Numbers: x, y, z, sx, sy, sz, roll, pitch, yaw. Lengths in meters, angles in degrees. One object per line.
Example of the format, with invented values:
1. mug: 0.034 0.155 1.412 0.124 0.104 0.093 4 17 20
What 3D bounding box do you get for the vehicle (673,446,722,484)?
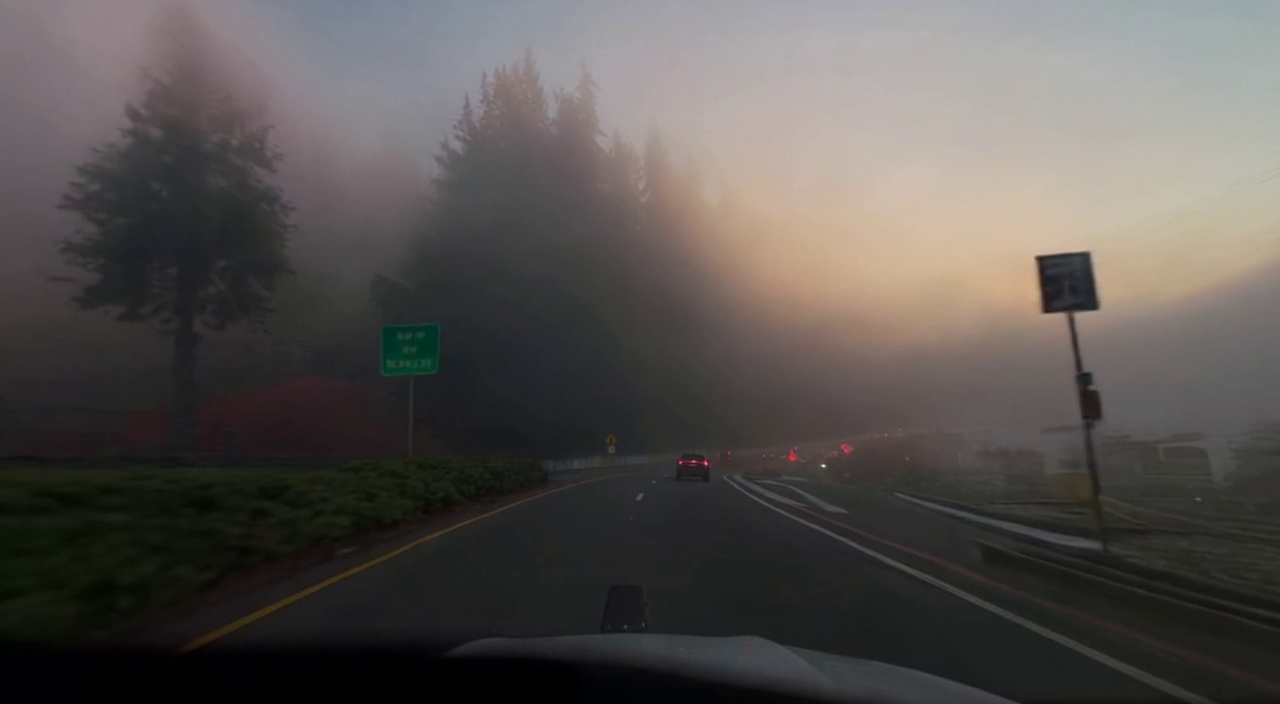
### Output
1. vehicle: 2.489 4.935 27.918 1.956 1.473 4.640 0 -8 4
